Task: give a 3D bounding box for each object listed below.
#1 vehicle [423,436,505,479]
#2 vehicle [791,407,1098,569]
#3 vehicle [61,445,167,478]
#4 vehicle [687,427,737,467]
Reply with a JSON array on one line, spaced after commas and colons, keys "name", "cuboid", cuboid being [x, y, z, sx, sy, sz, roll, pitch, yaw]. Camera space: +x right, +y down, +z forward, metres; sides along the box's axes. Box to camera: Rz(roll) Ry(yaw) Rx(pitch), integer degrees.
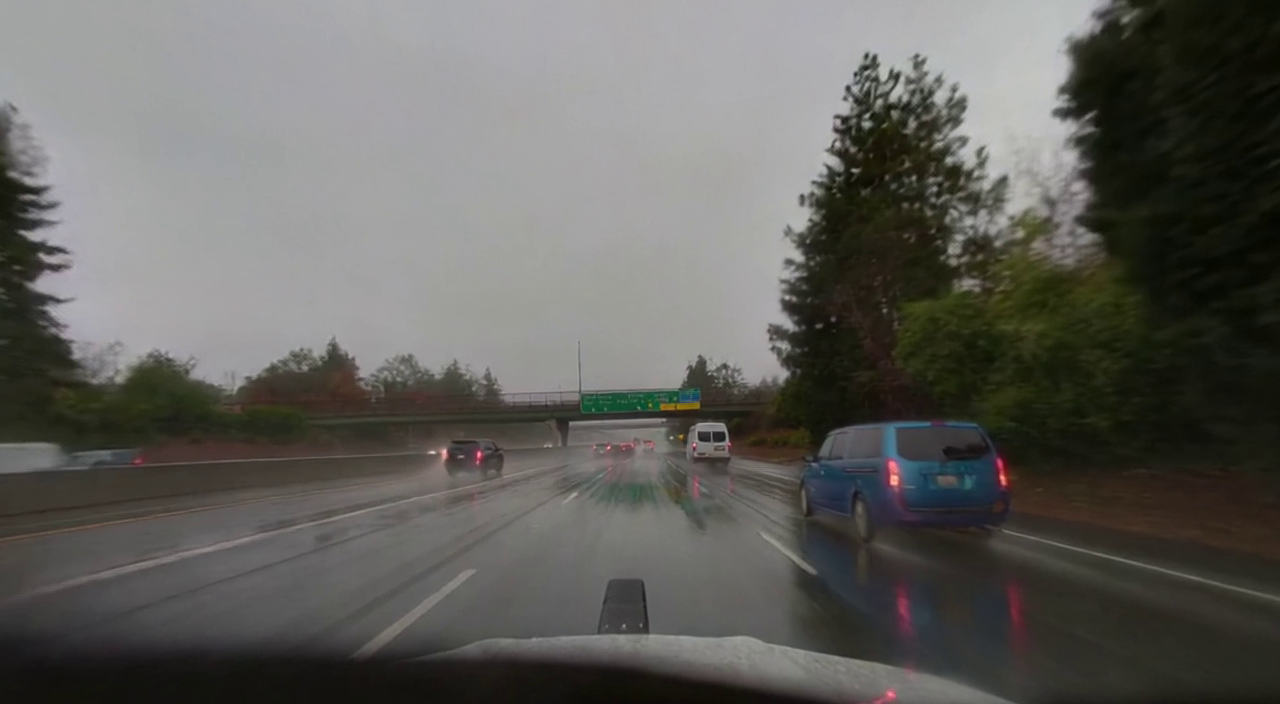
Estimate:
[{"name": "vehicle", "cuboid": [-7.334, 4.449, 26.865, 2.068, 1.632, 4.623, 0, -8, 1]}, {"name": "vehicle", "cuboid": [3.777, 1.773, 9.012, 2.100, 1.690, 4.536, 0, -8, 0]}, {"name": "vehicle", "cuboid": [-32.984, 6.830, 39.810, 2.002, 1.885, 5.378, 0, -8, 0]}, {"name": "vehicle", "cuboid": [4.254, 5.763, 38.207, 2.347, 2.234, 5.352, 0, -8, 0]}]
